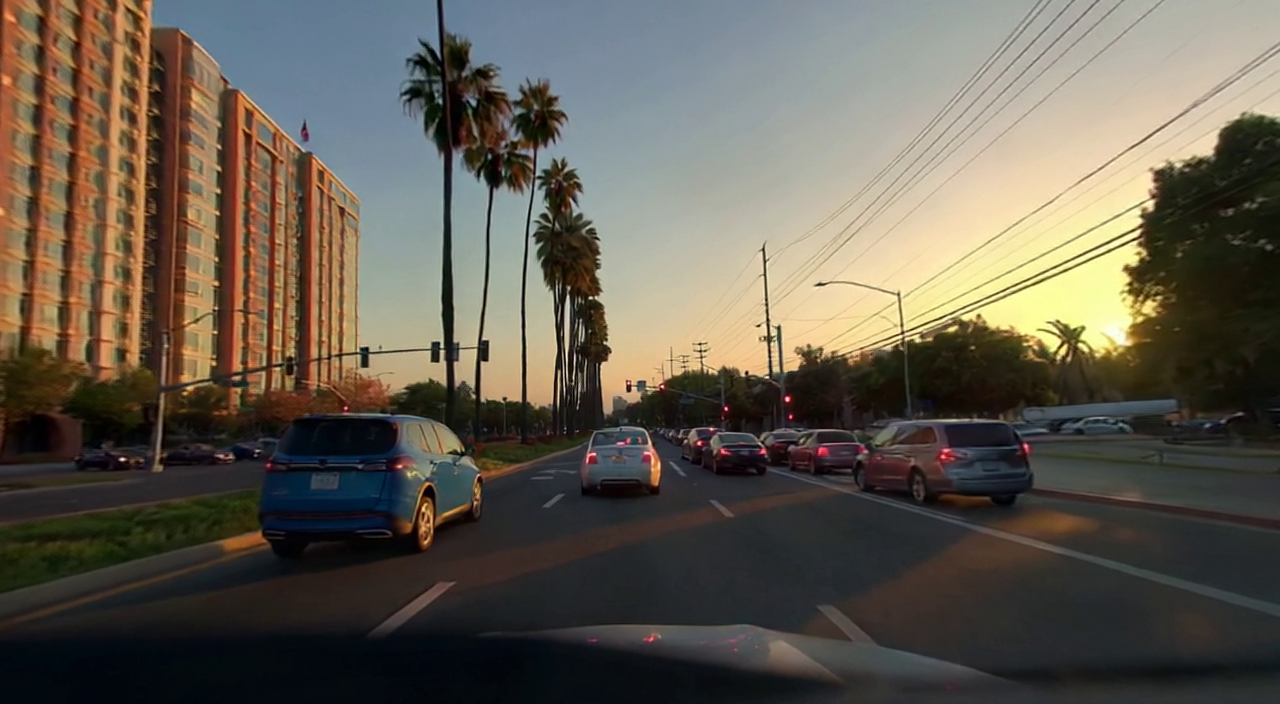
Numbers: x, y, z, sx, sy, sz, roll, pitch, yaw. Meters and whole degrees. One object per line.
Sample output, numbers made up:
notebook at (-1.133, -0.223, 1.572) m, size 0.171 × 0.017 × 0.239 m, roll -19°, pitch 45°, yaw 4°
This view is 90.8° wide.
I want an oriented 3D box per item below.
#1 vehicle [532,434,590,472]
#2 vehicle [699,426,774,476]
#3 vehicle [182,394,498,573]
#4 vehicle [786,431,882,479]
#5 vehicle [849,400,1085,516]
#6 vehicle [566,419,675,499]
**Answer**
vehicle at (-3.285, 4.306, 27.054) m, size 1.973 × 1.504 × 3.895 m, roll 0°, pitch -8°, yaw 0°
vehicle at (3.304, 3.499, 22.476) m, size 1.975 × 1.598 × 4.025 m, roll 0°, pitch -8°, yaw -1°
vehicle at (-3.505, 1.637, 8.599) m, size 2.136 × 1.779 × 4.417 m, roll 0°, pitch -8°, yaw 0°
vehicle at (6.490, 3.498, 21.673) m, size 1.764 × 1.451 × 4.300 m, roll 0°, pitch -8°, yaw -2°
vehicle at (6.507, 2.212, 13.561) m, size 2.130 × 1.979 × 5.310 m, roll 0°, pitch -8°, yaw -1°
vehicle at (-0.454, 2.581, 15.587) m, size 2.302 × 1.681 × 4.217 m, roll 0°, pitch -8°, yaw -1°
